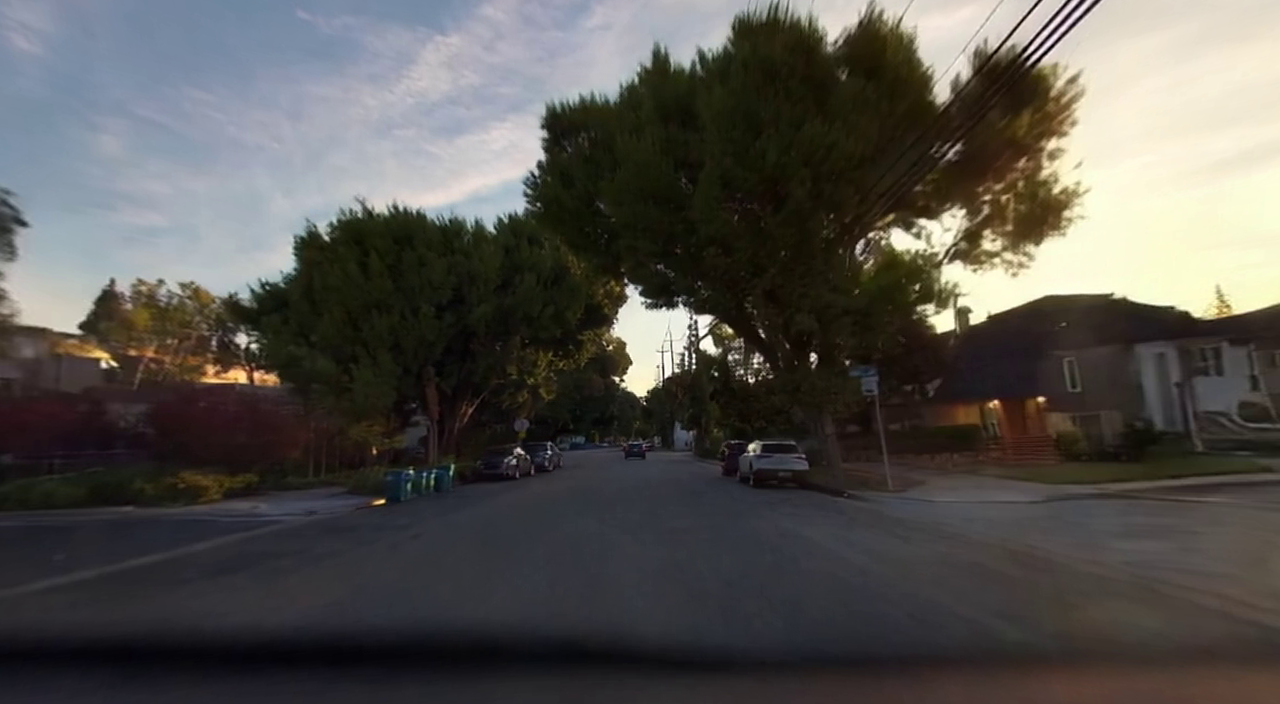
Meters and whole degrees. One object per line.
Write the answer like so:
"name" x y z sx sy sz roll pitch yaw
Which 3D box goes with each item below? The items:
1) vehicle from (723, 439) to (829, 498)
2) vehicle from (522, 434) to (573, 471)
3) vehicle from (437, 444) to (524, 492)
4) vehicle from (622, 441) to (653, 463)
"vehicle" 4.008 3.513 19.646 2.144 1.572 5.026 0 -8 0
"vehicle" -6.011 6.530 41.627 2.284 2.119 5.984 -3 -7 1
"vehicle" -6.136 4.486 25.050 2.094 1.433 5.740 -4 -7 -2
"vehicle" -0.230 7.131 45.166 2.062 1.509 4.305 0 -8 -1
